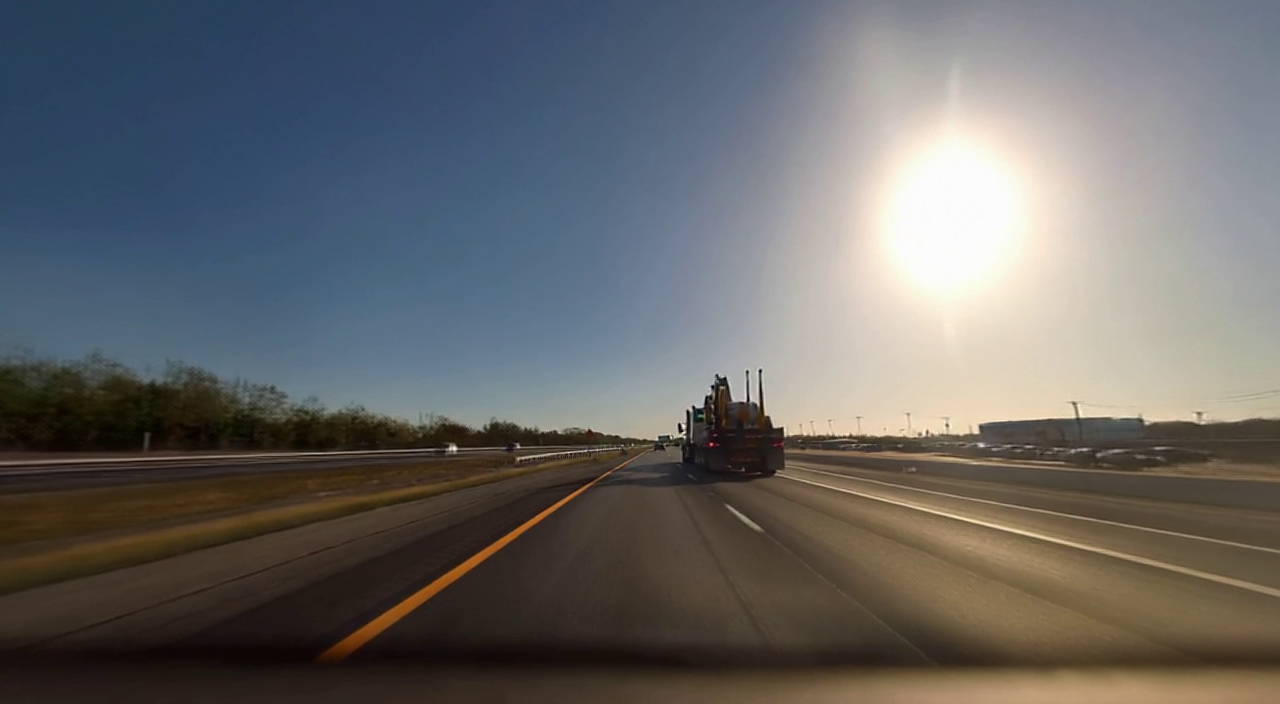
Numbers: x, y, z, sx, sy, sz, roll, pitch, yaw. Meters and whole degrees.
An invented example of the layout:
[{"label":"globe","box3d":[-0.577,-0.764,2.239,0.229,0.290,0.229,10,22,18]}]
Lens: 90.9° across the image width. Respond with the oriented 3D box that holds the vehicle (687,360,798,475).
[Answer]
[{"label":"vehicle","box3d":[3.785,2.746,25.211,3.279,3.956,6.541,0,-9,0]}]
